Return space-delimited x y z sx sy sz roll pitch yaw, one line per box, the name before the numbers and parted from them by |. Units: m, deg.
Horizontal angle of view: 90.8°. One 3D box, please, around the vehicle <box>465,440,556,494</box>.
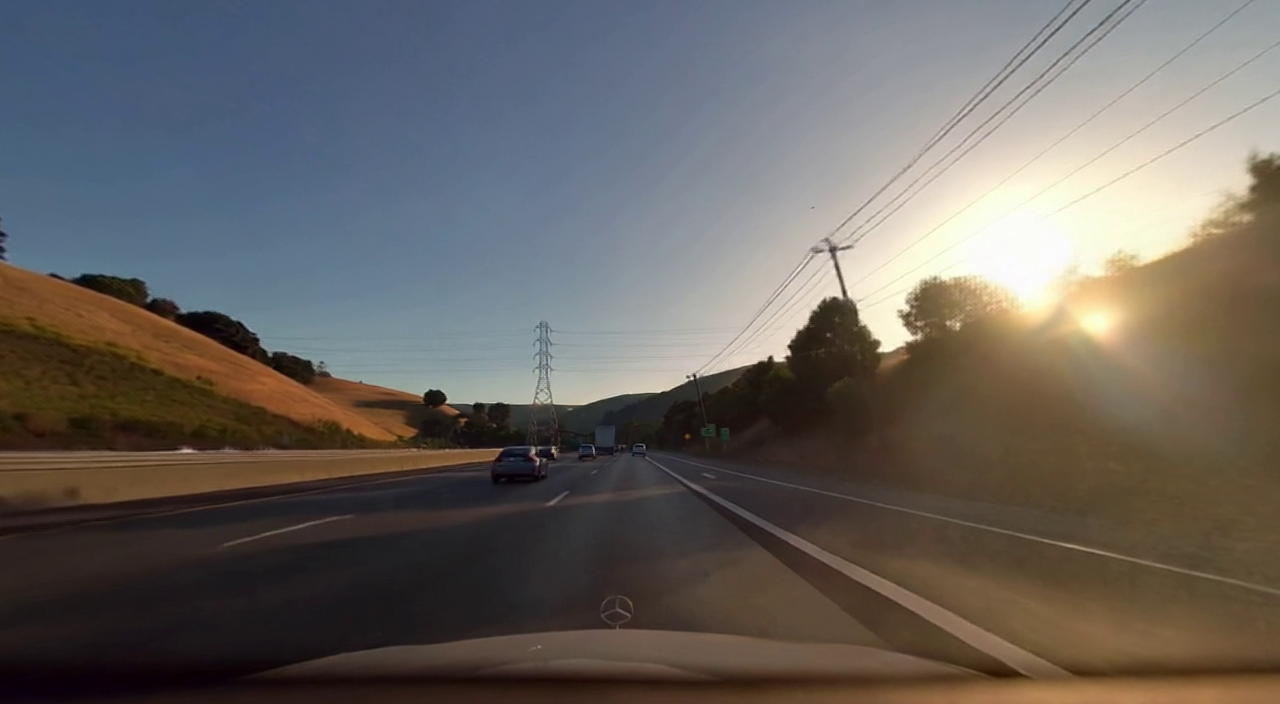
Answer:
vehicle | -3.982 3.617 20.297 1.963 1.533 4.477 0 -8 0
